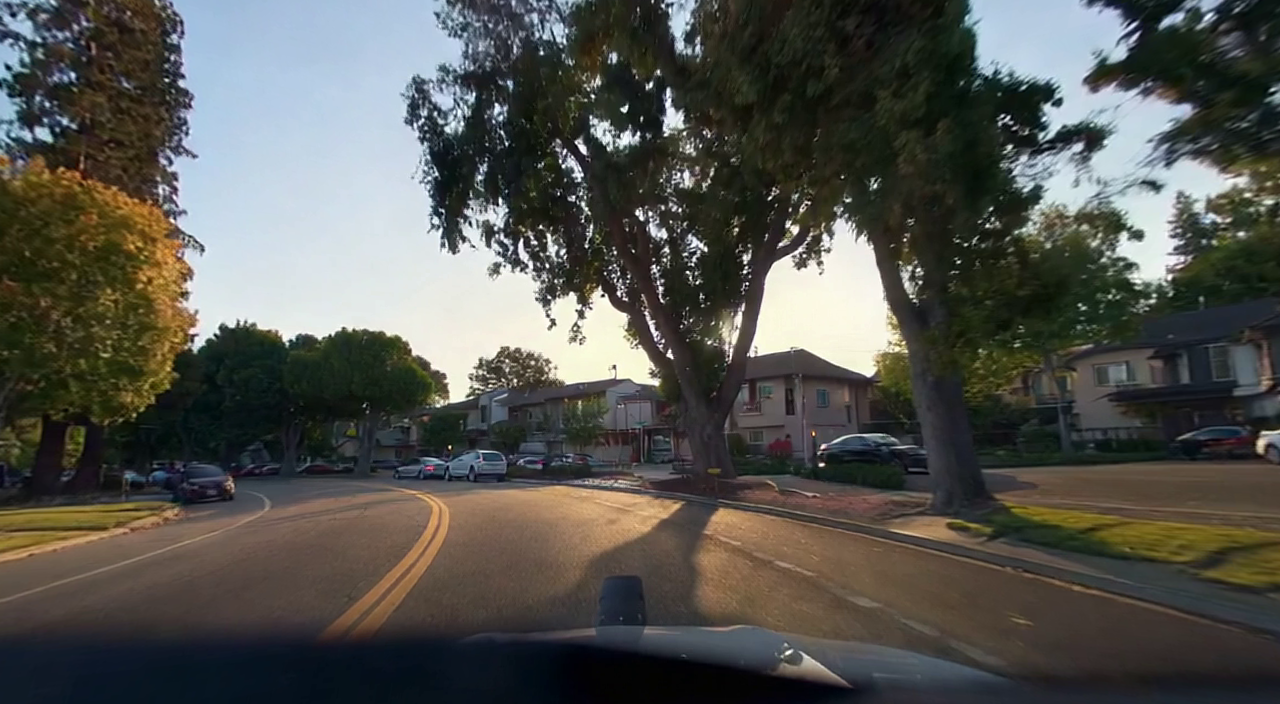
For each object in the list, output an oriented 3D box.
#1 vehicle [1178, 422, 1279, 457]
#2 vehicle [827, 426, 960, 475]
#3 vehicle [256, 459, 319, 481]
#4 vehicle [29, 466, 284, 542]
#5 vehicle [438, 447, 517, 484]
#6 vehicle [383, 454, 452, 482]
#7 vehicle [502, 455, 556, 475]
[{"bbox_3d":[24.703,3.614,26.010,3.467,1.375,1.566,-4,-10,24],"label":"vehicle"},{"bbox_3d":[9.205,3.594,23.097,4.248,1.657,1.940,-3,-10,23],"label":"vehicle"},{"bbox_3d":[-26.610,8.865,47.677,4.713,1.508,1.884,-5,-10,30],"label":"vehicle"},{"bbox_3d":[-11.909,3.743,16.509,2.876,1.170,6.732,-2,-8,-15],"label":"vehicle"},{"bbox_3d":[-8.679,5.942,33.448,2.289,1.785,4.944,6,-11,-37],"label":"vehicle"},{"bbox_3d":[-13.803,7.117,39.006,4.579,1.509,2.066,-8,-12,43],"label":"vehicle"},{"bbox_3d":[-8.483,8.675,48.796,2.218,1.373,4.156,-4,-9,22],"label":"vehicle"}]
